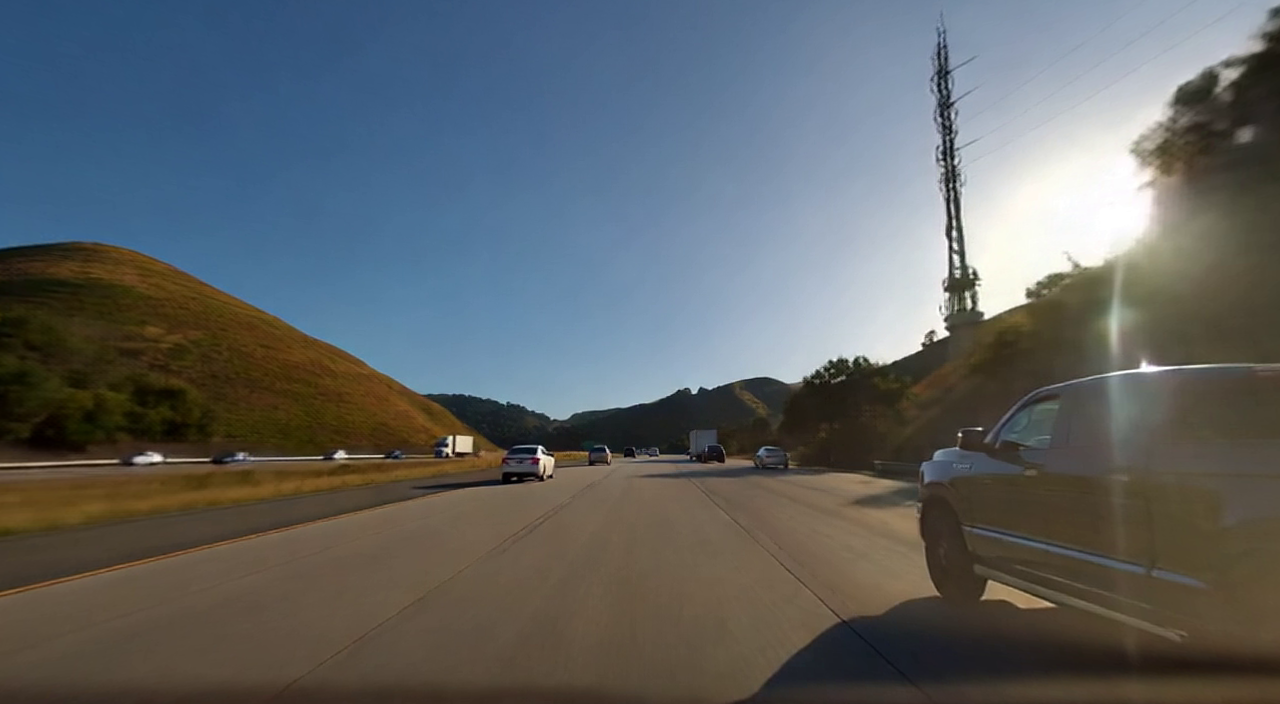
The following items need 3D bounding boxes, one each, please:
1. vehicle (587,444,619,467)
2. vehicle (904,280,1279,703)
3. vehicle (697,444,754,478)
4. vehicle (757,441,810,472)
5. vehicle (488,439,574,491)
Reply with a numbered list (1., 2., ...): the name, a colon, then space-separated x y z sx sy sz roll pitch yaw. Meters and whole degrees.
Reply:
1. vehicle: -2.785 7.941 48.771 2.021 1.679 4.310 -1 -9 3
2. vehicle: 3.476 0.811 3.141 2.098 1.925 5.171 0 -9 1
3. vehicle: 3.923 5.057 29.586 2.046 1.471 4.333 0 -9 0
4. vehicle: 8.186 5.977 36.388 1.986 1.633 4.430 0 -9 0
5. vehicle: -3.688 3.924 22.304 2.113 1.636 4.494 -1 -9 2
